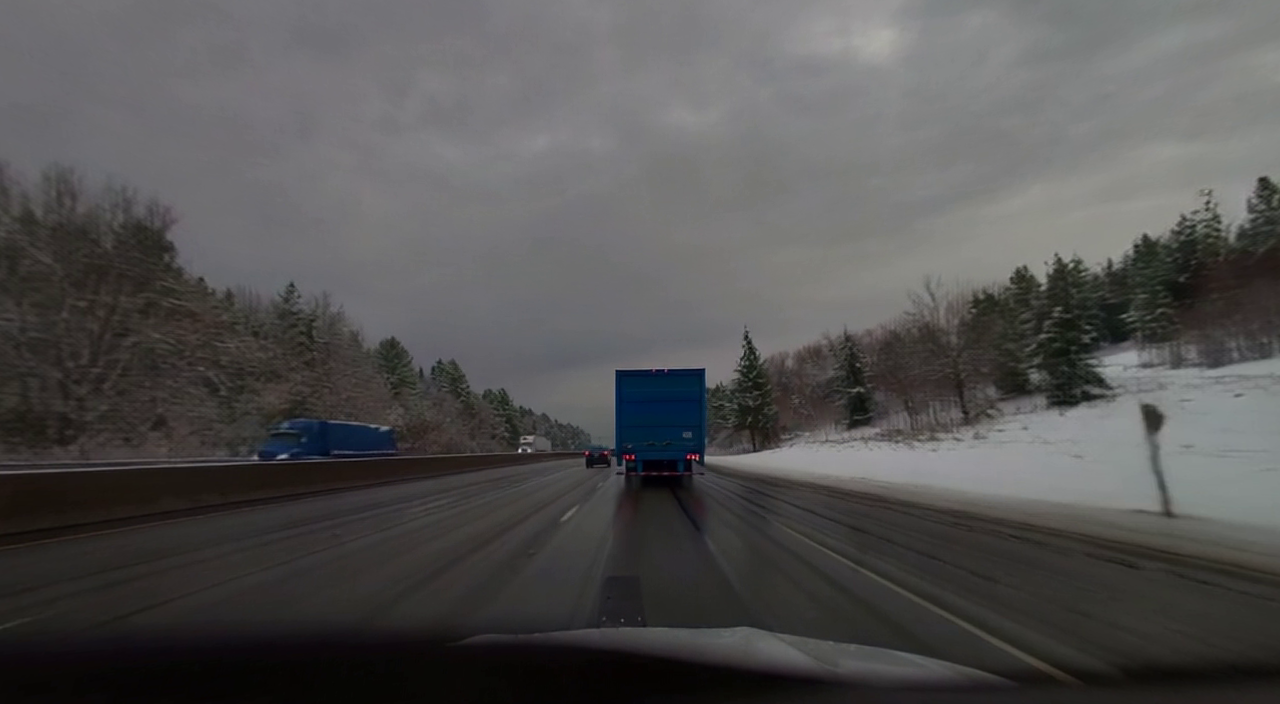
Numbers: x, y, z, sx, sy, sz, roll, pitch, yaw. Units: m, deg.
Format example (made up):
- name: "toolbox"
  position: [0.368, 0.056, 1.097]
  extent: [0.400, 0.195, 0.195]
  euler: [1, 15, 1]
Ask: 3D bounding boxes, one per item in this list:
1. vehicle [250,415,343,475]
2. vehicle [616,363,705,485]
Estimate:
- name: "vehicle"
  position: [-24.126, 6.584, 44.671]
  extent: [3.130, 3.940, 5.958]
  euler: [0, -9, 0]
- name: "vehicle"
  position: [0.610, 3.119, 25.713]
  extent: [2.898, 3.973, 10.063]
  euler: [0, -9, -1]
